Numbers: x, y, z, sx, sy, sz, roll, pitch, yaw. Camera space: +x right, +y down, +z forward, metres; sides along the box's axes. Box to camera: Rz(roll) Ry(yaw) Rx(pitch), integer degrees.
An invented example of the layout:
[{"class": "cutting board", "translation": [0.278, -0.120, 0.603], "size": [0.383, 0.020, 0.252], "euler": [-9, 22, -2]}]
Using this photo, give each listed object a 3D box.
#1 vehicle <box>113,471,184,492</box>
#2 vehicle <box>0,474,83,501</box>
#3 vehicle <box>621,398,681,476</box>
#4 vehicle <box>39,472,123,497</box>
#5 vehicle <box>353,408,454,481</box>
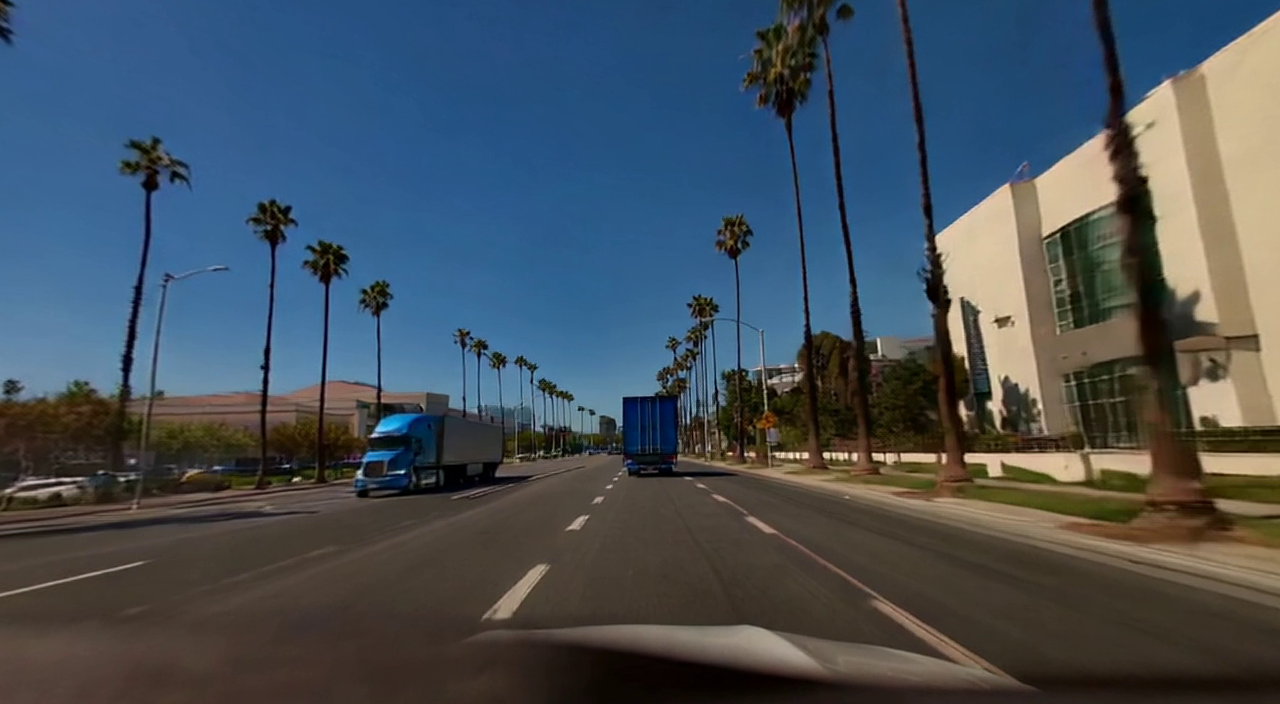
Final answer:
[{"class": "vehicle", "translation": [-35.414, 9.316, 45.265], "size": [3.601, 1.427, 1.646], "euler": [0, -9, -2]}, {"class": "vehicle", "translation": [-35.285, 7.941, 36.801], "size": [3.645, 1.436, 1.673], "euler": [0, -9, 1]}, {"class": "vehicle", "translation": [0.368, 5.194, 37.773], "size": [2.992, 3.949, 11.815], "euler": [0, -9, -2]}, {"class": "vehicle", "translation": [-35.205, 8.352, 39.589], "size": [3.645, 1.423, 1.671], "euler": [0, -9, 2]}, {"class": "vehicle", "translation": [-14.009, 5.595, 37.969], "size": [3.008, 3.997, 7.313], "euler": [0, -9, 2]}]
